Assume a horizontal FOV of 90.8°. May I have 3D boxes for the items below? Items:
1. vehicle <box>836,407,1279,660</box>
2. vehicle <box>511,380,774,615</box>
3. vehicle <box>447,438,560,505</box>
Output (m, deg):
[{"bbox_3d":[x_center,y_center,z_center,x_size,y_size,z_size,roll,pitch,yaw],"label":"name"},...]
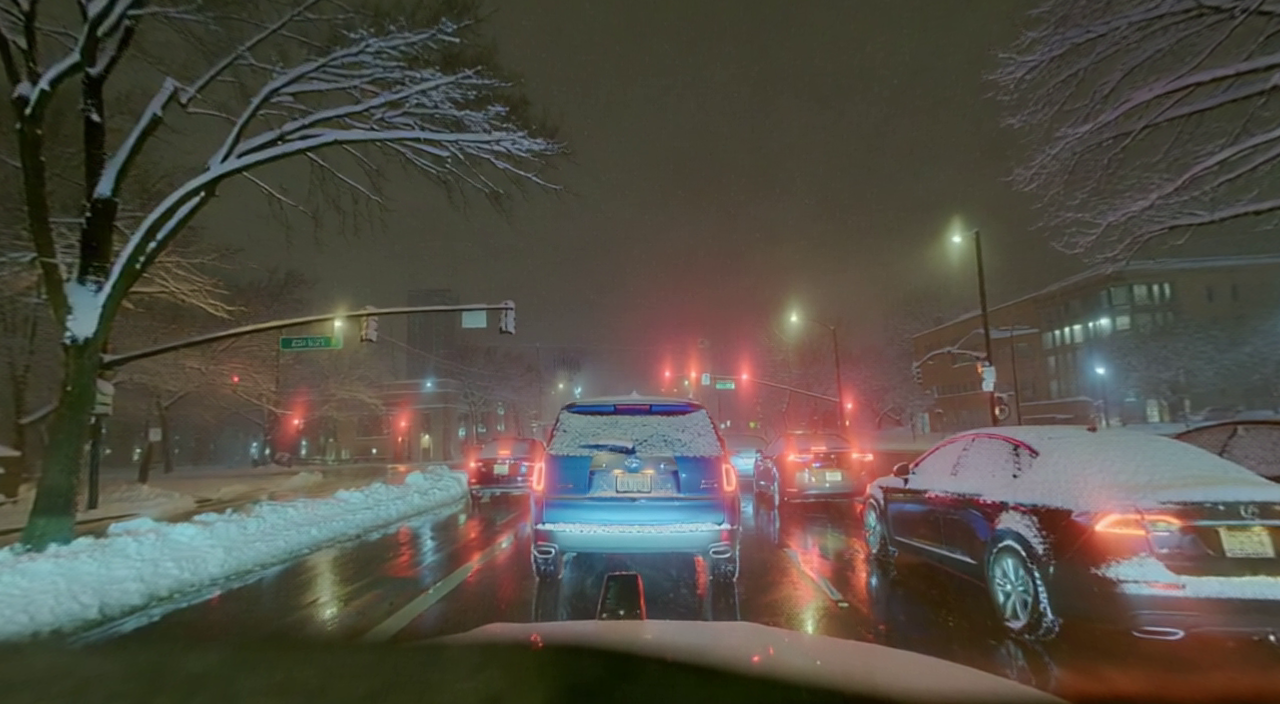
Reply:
[{"bbox_3d":[3.650,1.409,6.078,1.995,1.483,4.533,0,-8,-1],"label":"vehicle"},{"bbox_3d":[-0.029,1.456,7.256,2.038,1.819,4.505,0,-8,-1],"label":"vehicle"},{"bbox_3d":[-3.306,2.977,16.209,1.913,1.464,4.276,0,-8,0],"label":"vehicle"}]
